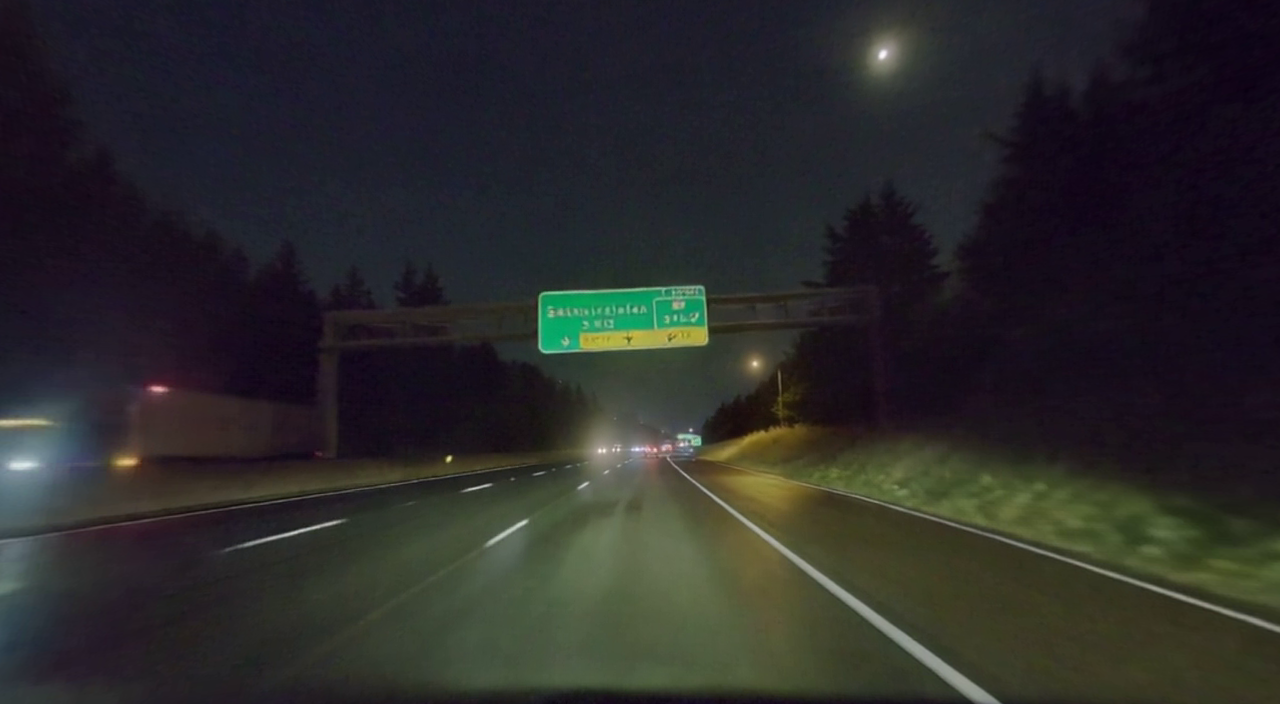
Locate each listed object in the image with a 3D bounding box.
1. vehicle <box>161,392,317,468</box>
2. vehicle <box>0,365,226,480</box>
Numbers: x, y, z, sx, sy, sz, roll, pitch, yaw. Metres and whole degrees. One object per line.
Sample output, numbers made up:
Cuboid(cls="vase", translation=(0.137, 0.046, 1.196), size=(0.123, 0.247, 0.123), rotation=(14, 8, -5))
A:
Cuboid(cls="vehicle", translation=(-21.772, 4.439, 35.027), size=(3.124, 3.673, 8.223), rotation=(0, -9, 0))
Cuboid(cls="vehicle", translation=(-21.782, 3.048, 25.498), size=(2.968, 3.719, 10.272), rotation=(0, -9, 0))
